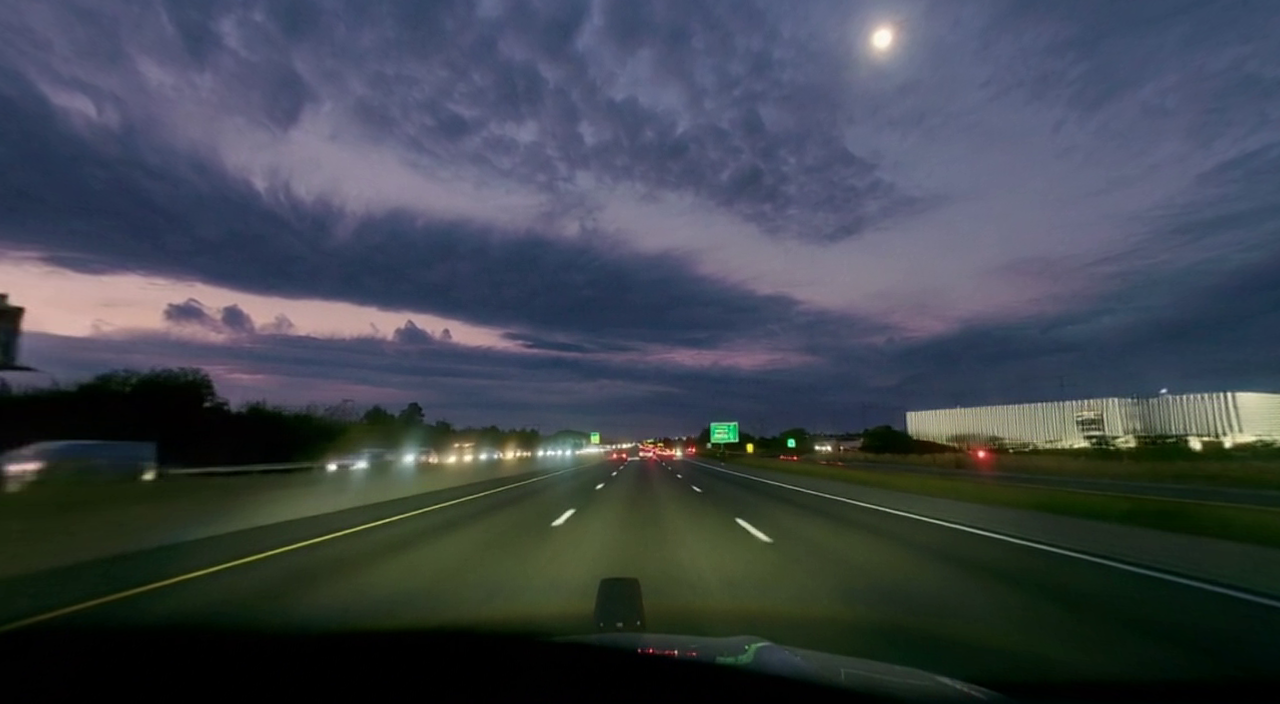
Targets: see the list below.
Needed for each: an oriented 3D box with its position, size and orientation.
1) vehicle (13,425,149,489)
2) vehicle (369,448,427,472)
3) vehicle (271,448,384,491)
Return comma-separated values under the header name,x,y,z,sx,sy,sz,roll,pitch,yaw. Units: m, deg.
name,x,y,z,sx,sy,sz,roll,pitch,yaw
vehicle,-20.212,3.808,22.993,1.890,2.116,3.173,0,-9,1
vehicle,-16.064,7.191,42.145,1.903,1.504,4.720,-1,-9,1
vehicle,-11.364,4.286,23.336,1.894,1.437,4.443,0,-9,0
